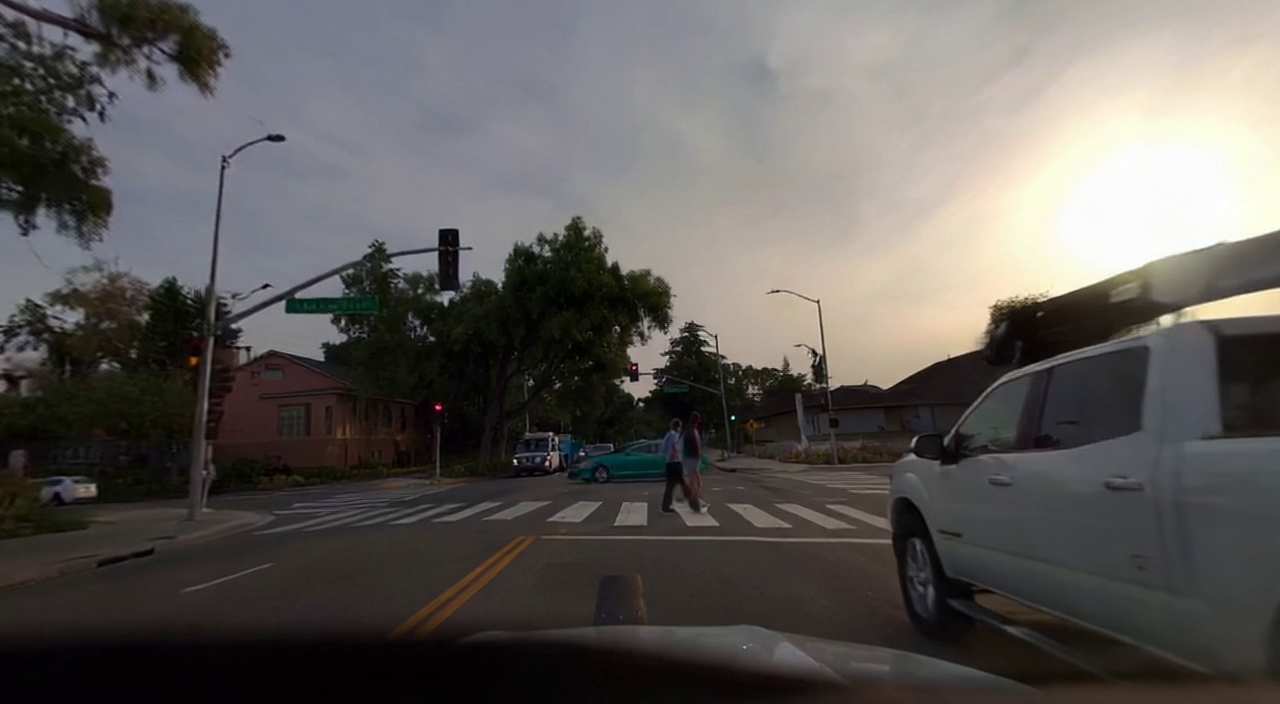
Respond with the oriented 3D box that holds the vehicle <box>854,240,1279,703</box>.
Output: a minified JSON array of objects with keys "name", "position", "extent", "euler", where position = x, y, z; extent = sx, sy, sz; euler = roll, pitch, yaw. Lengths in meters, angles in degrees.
[{"name":"vehicle","position":[3.059,0.810,2.885],"extent":[2.177,2.015,5.463],"euler":[0,-9,-1]}]

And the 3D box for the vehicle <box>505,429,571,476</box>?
[{"name":"vehicle","position":[-6.109,6.162,39.023],"extent":[2.896,2.560,7.322],"euler":[0,-9,-1]}]

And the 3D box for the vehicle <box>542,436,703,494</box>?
[{"name":"vehicle","position":[-0.505,3.514,20.100],"extent":[4.771,1.630,1.979],"euler":[5,-10,-31]}]
